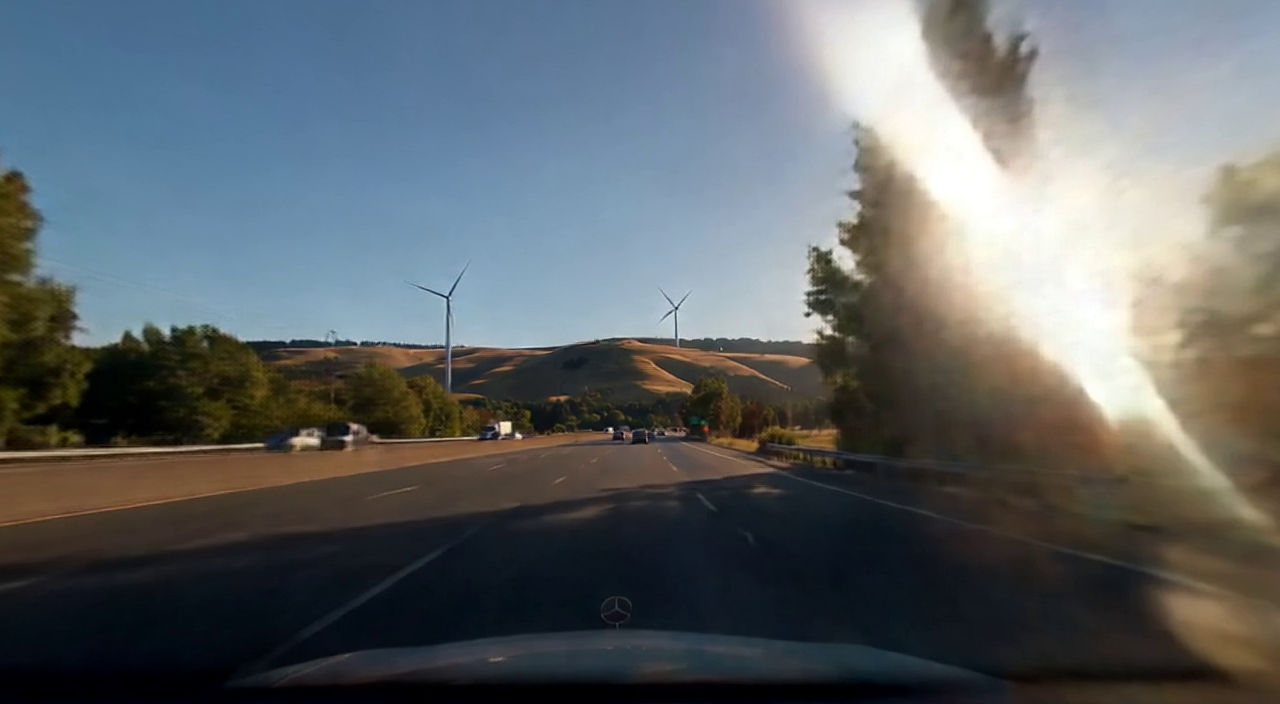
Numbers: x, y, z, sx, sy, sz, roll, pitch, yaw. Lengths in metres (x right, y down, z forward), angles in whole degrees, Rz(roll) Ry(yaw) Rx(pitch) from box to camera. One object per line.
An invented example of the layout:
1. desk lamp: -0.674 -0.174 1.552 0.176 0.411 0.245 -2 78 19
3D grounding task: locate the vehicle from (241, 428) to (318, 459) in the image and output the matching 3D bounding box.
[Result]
1. vehicle: -24.054 6.115 42.315 2.073 1.974 5.139 0 -8 1

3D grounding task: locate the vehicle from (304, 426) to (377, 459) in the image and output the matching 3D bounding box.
1. vehicle: -19.646 5.951 41.655 2.086 1.974 5.436 0 -8 0
